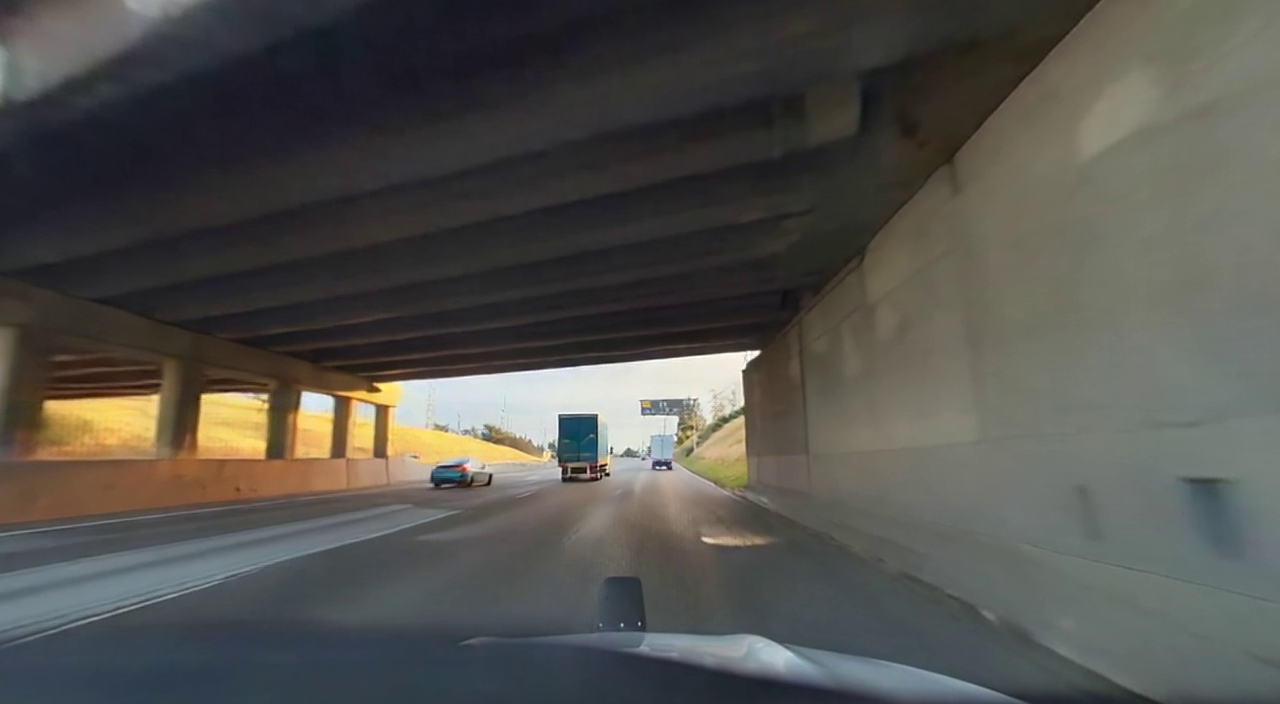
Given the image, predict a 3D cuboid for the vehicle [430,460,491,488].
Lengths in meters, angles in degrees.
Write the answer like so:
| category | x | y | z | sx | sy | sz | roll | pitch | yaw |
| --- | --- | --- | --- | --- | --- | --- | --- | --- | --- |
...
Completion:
| category | x | y | z | sx | sy | sz | roll | pitch | yaw |
| --- | --- | --- | --- | --- | --- | --- | --- | --- | --- |
| vehicle | -9.769 | 6.646 | 34.643 | 1.940 | 1.381 | 4.348 | -1 | -9 | 2 |
